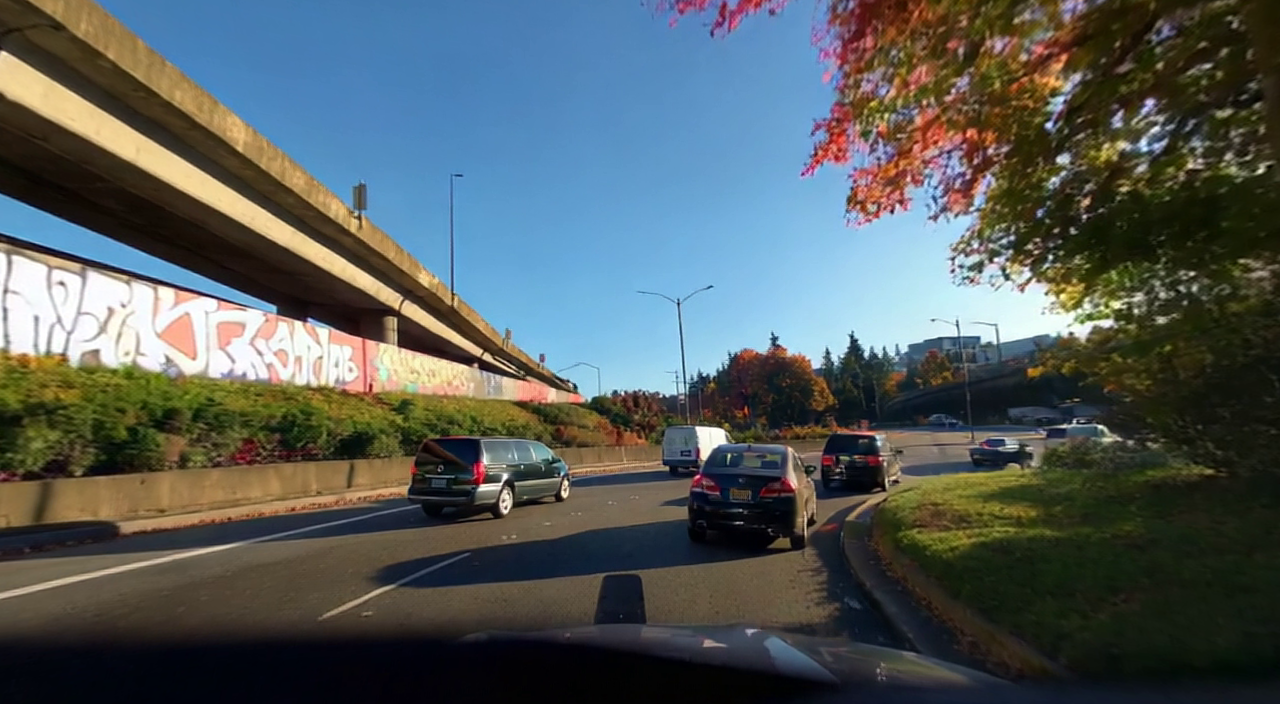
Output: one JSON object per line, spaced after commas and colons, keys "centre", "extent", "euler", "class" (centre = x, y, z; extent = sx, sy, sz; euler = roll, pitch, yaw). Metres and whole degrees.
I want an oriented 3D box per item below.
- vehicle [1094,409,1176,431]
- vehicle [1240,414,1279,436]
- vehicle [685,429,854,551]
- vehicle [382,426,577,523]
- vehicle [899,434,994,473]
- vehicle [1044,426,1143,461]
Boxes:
{"centre": [36.833, 5.112, 46.721], "extent": [1.835, 1.520, 4.294], "euler": [4, -10, -27], "class": "vehicle"}
{"centre": [49.540, 5.643, 48.527], "extent": [1.784, 1.576, 4.027], "euler": [6, -11, -35], "class": "vehicle"}
{"centre": [2.243, 2.073, 10.037], "extent": [2.064, 1.515, 3.722], "euler": [-4, -9, 20], "class": "vehicle"}
{"centre": [-2.874, 2.320, 12.339], "extent": [1.921, 1.554, 4.081], "euler": [-3, -9, 15], "class": "vehicle"}
{"centre": [12.324, 4.041, 25.085], "extent": [3.902, 1.446, 1.780], "euler": [7, -11, -37], "class": "vehicle"}
{"centre": [20.899, 4.235, 28.868], "extent": [3.934, 1.485, 1.763], "euler": [4, -10, -22], "class": "vehicle"}
